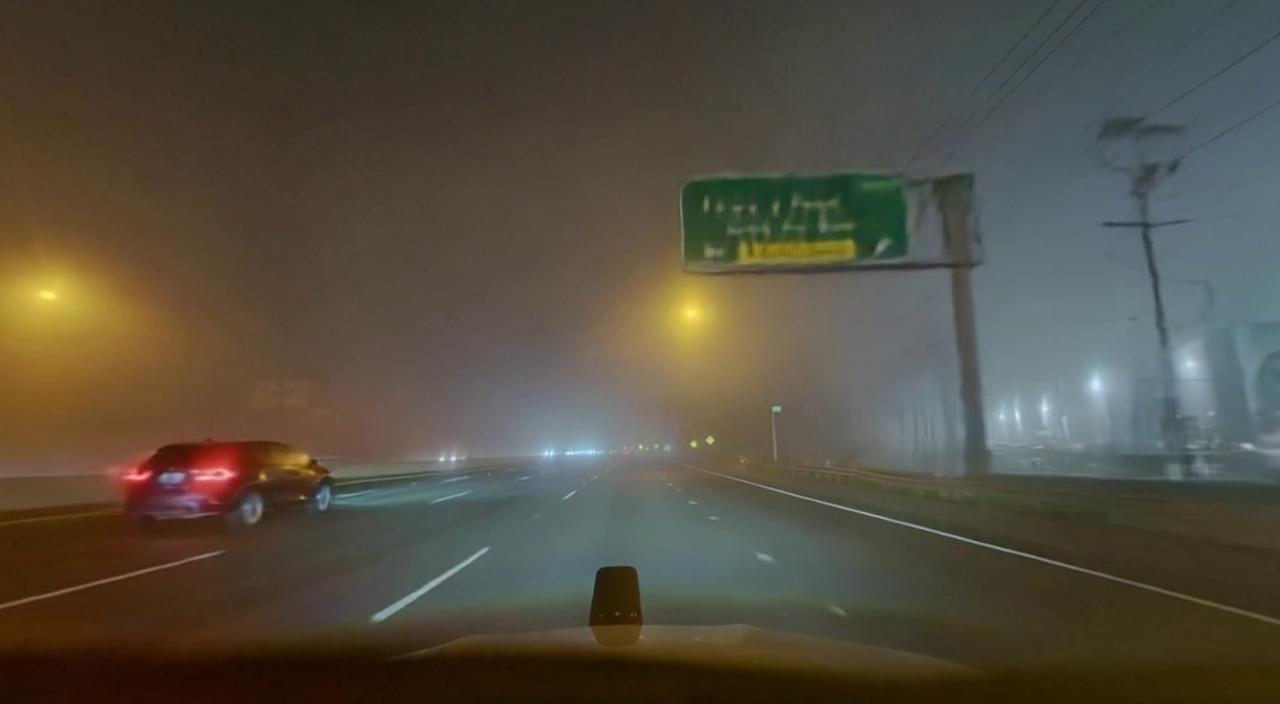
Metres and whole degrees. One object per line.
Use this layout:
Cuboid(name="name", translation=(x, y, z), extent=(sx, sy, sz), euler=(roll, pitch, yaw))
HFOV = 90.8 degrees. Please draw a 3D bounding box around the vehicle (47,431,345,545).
Cuboid(name="vehicle", translation=(-7.579, 2.337, 11.557), extent=(2.140, 1.626, 4.457), euler=(1, -9, 1))
